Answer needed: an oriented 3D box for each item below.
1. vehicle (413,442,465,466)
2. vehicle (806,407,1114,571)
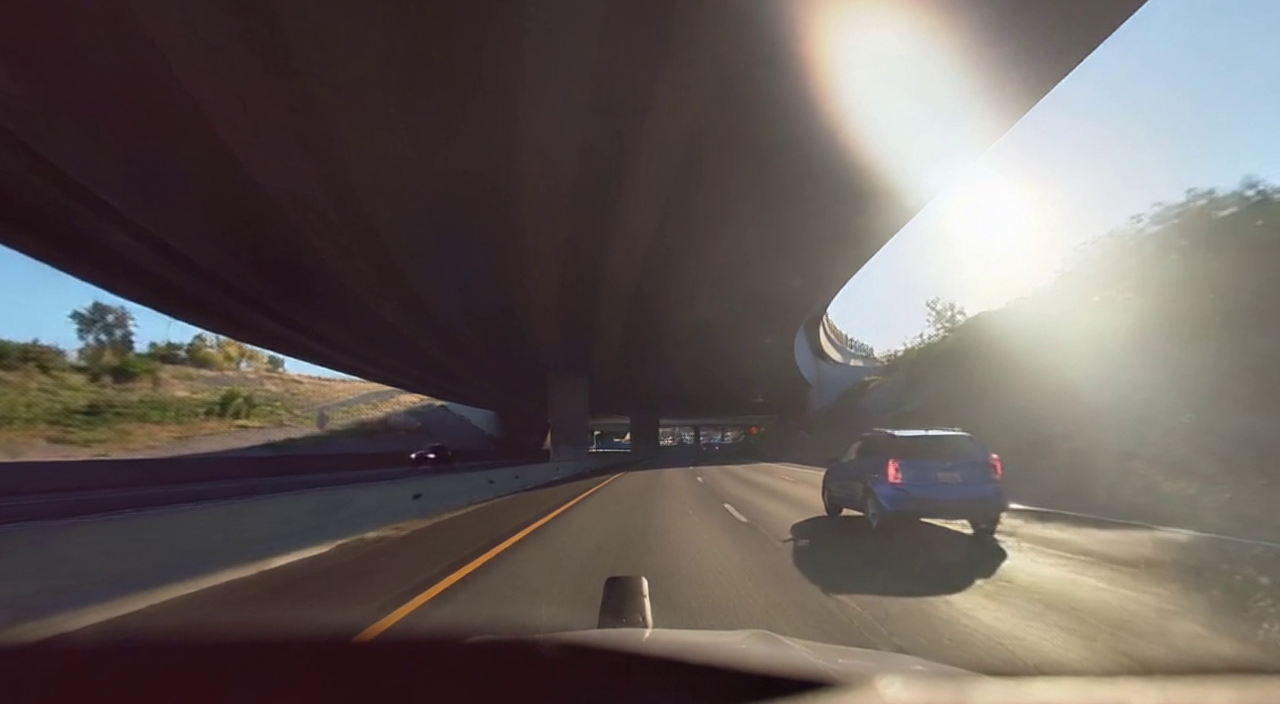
[{"bbox_3d":[-15.491,7.889,48.947,2.176,1.729,4.737,-1,-8,4],"label":"vehicle"},{"bbox_3d":[4.017,1.791,8.998,2.143,1.730,4.303,-1,-8,1],"label":"vehicle"}]
